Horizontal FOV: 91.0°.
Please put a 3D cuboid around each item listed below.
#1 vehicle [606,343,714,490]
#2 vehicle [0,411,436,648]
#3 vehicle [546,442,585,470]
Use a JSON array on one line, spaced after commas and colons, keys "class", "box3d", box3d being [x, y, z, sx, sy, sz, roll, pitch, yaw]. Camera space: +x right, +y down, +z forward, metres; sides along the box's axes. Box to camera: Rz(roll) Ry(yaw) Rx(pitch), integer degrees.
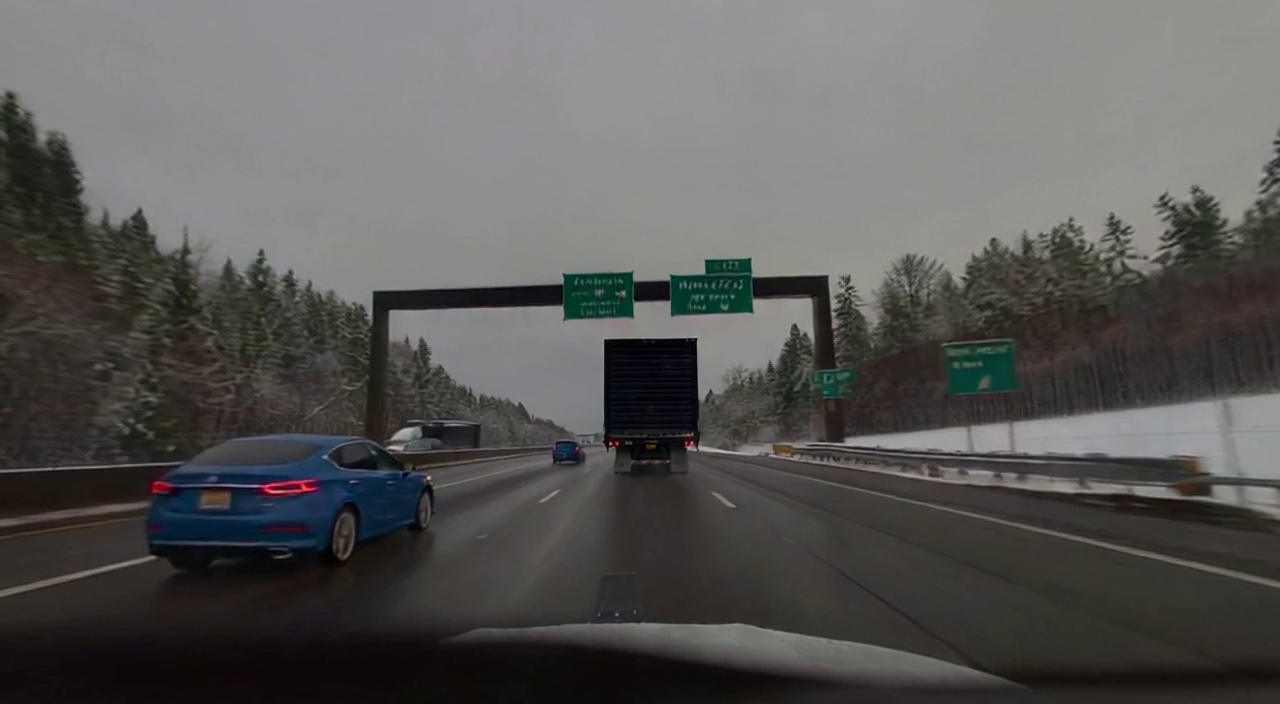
[{"class": "vehicle", "box3d": [0.543, 2.569, 23.370, 3.073, 4.196, 10.546, 0, -8, 0]}, {"class": "vehicle", "box3d": [-4.071, 1.544, 6.712, 2.116, 1.571, 4.849, 0, -8, 1]}, {"class": "vehicle", "box3d": [-4.374, 6.163, 37.583, 1.854, 1.530, 4.268, 0, -8, 0]}]
